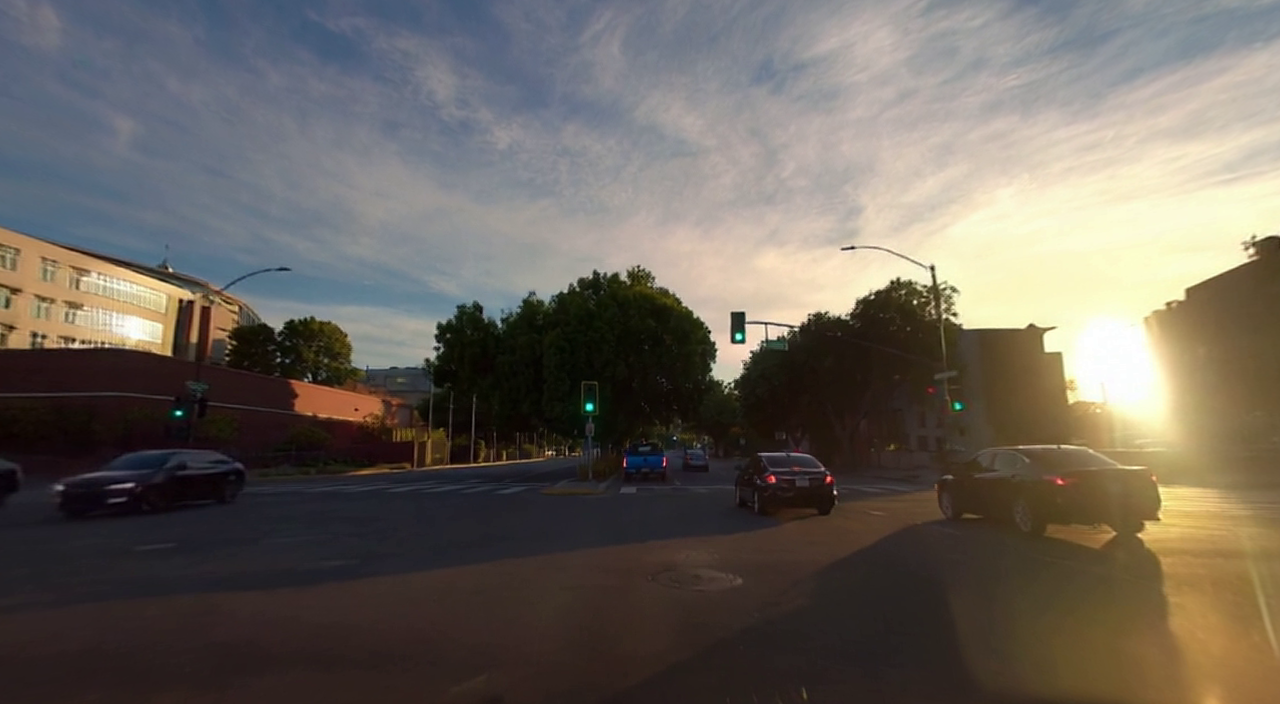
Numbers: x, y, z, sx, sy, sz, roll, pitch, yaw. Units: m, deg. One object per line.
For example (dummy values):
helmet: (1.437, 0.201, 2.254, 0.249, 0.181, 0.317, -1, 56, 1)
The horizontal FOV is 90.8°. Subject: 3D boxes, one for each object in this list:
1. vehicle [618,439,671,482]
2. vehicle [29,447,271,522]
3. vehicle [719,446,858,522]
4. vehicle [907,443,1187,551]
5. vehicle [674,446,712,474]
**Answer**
vehicle: (0.221, 5.182, 30.412, 2.344, 1.883, 4.572, 0, -8, 0)
vehicle: (-11.230, 3.013, 15.057, 1.989, 1.459, 4.667, 0, -8, 0)
vehicle: (3.203, 2.917, 14.655, 2.057, 1.463, 4.365, 0, -8, -1)
vehicle: (6.574, 2.337, 11.025, 1.855, 1.469, 4.598, 0, -8, 1)
vehicle: (3.405, 7.037, 41.391, 2.013, 1.742, 4.424, 0, -8, -1)
